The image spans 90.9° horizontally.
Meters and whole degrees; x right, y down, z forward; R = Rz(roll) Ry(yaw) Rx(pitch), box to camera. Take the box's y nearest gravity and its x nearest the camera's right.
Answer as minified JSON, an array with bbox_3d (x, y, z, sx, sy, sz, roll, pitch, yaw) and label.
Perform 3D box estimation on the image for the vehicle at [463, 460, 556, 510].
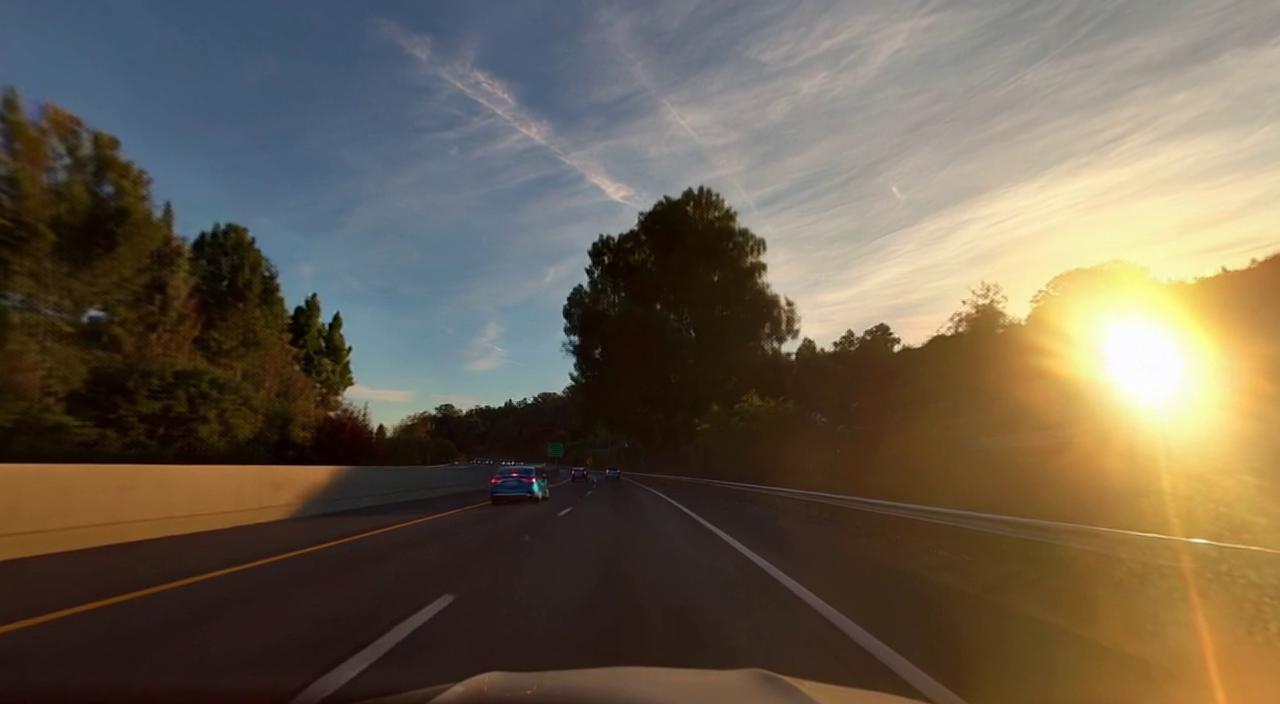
[{"bbox_3d":[-4.519,4.741,22.736,2.328,1.559,5.041,1,-11,-1],"label":"vehicle"}]
